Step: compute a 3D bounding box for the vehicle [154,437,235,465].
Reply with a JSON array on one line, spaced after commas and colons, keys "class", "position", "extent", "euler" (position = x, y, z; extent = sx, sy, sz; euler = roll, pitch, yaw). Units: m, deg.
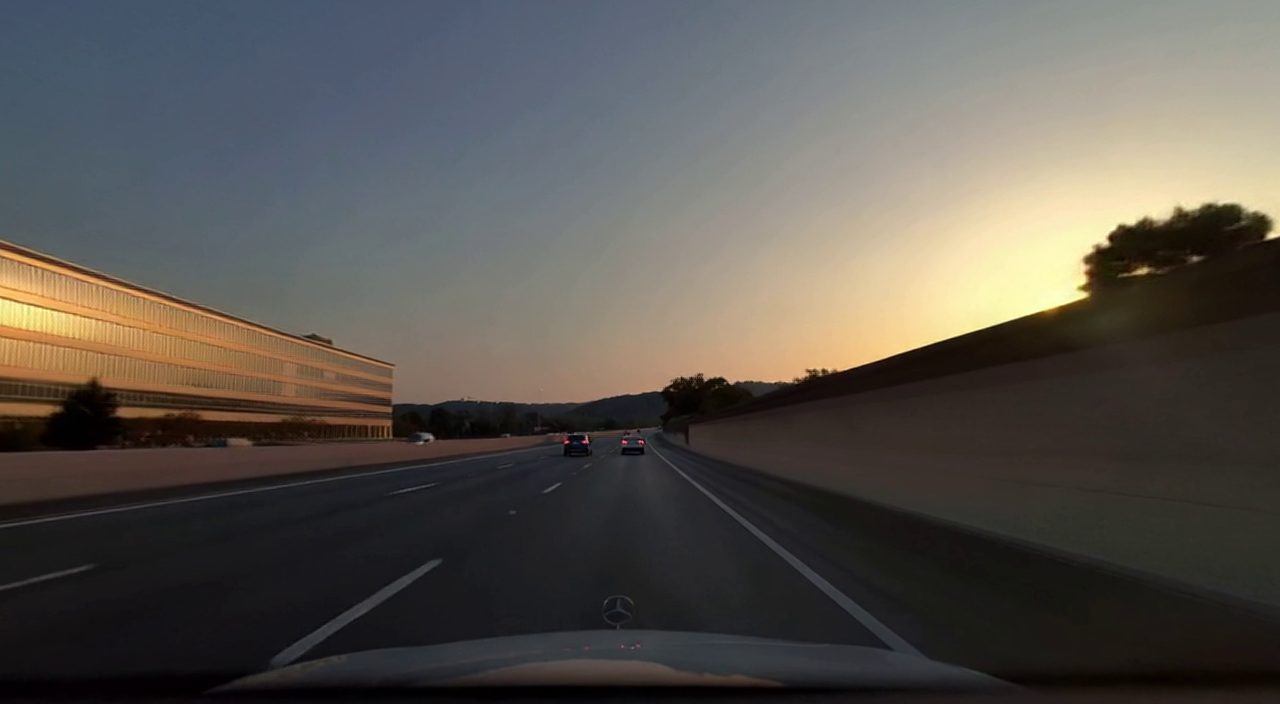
[{"class": "vehicle", "position": [-24.973, 5.538, 35.421], "extent": [1.749, 1.452, 3.764], "euler": [0, -8, 1]}]

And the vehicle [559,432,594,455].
[{"class": "vehicle", "position": [-4.582, 6.659, 45.975], "extent": [2.036, 1.612, 4.510], "euler": [0, -8, 1]}]
